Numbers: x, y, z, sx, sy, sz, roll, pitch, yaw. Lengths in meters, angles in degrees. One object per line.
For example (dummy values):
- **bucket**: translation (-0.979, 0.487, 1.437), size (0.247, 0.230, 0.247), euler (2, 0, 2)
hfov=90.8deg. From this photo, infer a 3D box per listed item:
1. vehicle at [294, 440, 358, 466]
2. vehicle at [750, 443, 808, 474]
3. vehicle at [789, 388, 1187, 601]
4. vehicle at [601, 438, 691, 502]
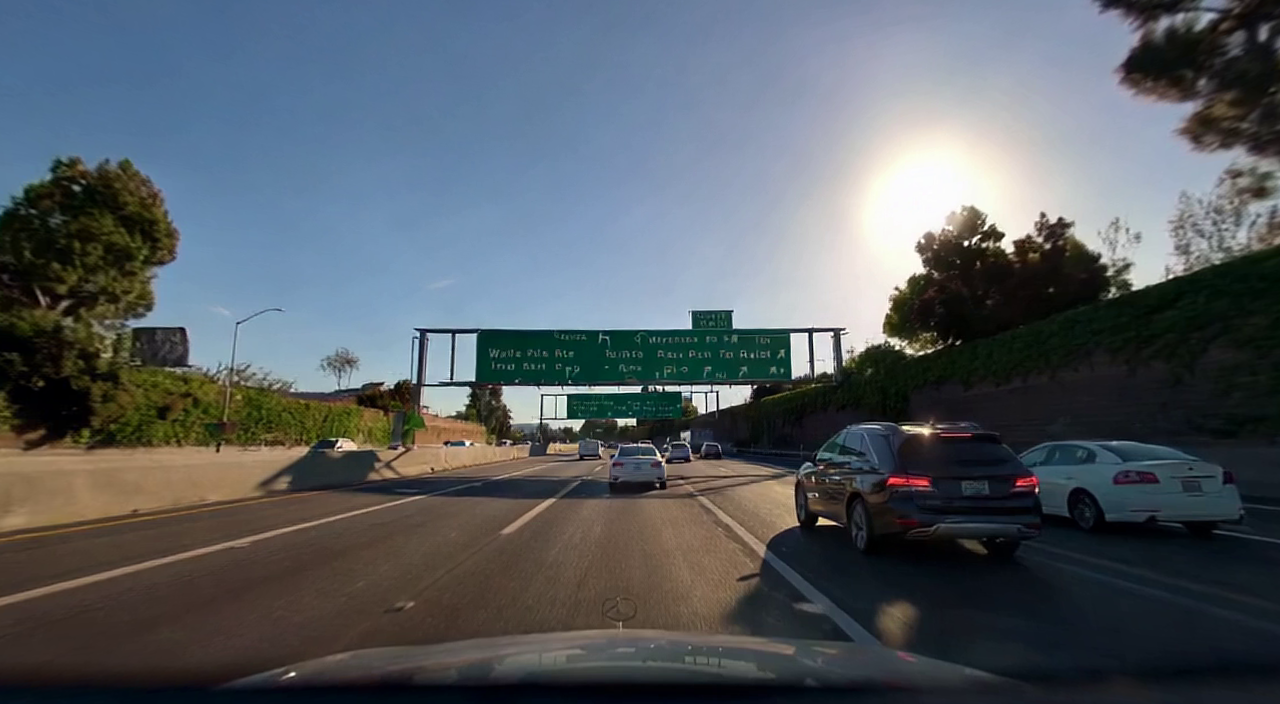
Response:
- **vehicle**: translation (-21.465, 6.907, 43.407), size (2.155, 1.701, 4.530), euler (0, -9, -2)
- **vehicle**: translation (6.943, 5.343, 32.015), size (1.839, 1.441, 4.241), euler (0, -9, -2)
- **vehicle**: translation (3.525, 1.560, 7.795), size (2.162, 1.800, 4.693), euler (0, -9, -1)
- **vehicle**: translation (0.104, 3.053, 16.784), size (2.098, 1.475, 3.997), euler (0, -9, -1)
